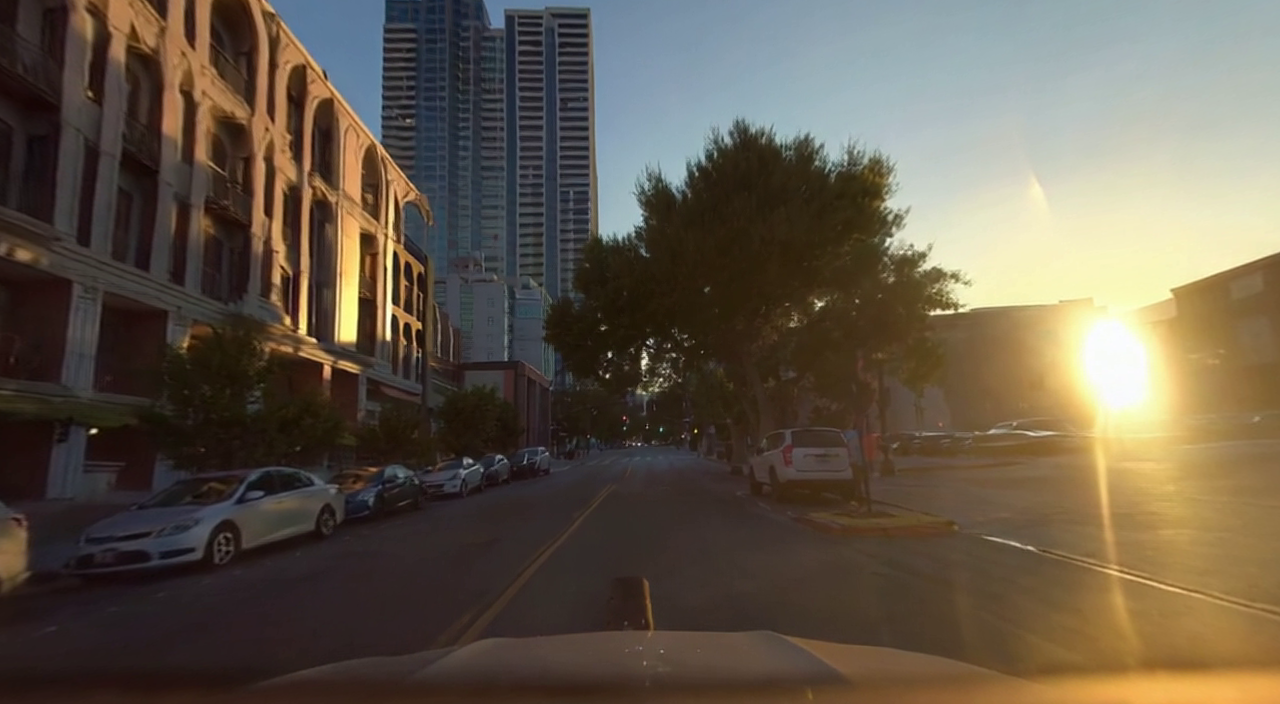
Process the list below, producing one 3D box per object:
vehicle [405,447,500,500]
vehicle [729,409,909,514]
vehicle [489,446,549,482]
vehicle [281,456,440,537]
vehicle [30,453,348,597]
[{"bbox_3d":[-6.509,4.209,22.406,2.110,1.498,4.555,-4,-8,-2],"label":"vehicle"},{"bbox_3d":[4.132,2.690,16.072,2.568,2.001,5.999,-4,-8,-2],"label":"vehicle"},{"bbox_3d":[-6.209,5.748,32.846,2.270,1.539,4.855,-4,-8,-2],"label":"vehicle"},{"bbox_3d":[-6.726,3.461,15.867,1.889,1.451,5.013,-4,-8,-2],"label":"vehicle"},{"bbox_3d":[-6.831,2.576,10.417,1.944,1.574,4.717,-4,-8,-2],"label":"vehicle"}]
